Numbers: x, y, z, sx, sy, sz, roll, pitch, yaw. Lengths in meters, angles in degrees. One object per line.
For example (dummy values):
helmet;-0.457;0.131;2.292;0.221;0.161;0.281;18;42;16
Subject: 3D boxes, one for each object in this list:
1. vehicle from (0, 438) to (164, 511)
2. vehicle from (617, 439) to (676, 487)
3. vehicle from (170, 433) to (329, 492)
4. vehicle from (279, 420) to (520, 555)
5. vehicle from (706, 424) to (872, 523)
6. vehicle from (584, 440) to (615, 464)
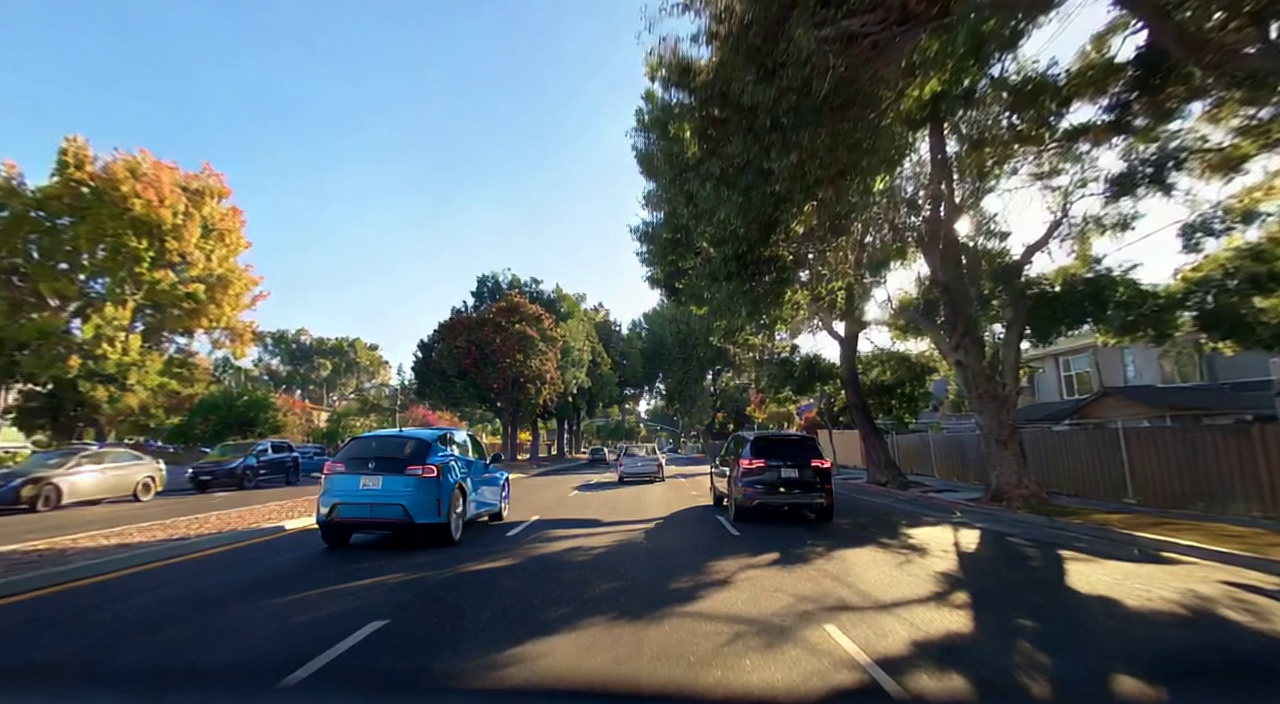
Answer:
vehicle;-16.120;3.205;16.850;2.318;1.684;5.150;-3;-8;9
vehicle;0.226;3.917;22.546;1.922;1.579;3.642;0;-8;0
vehicle;-12.477;3.563;20.635;1.928;1.675;4.900;0;-8;2
vehicle;-3.521;2.074;10.426;2.043;1.687;4.676;0;-8;1
vehicle;2.894;2.496;13.469;2.280;1.747;4.361;1;-8;-3
vehicle;-3.135;7.795;49.399;2.014;1.755;4.360;0;-8;1
